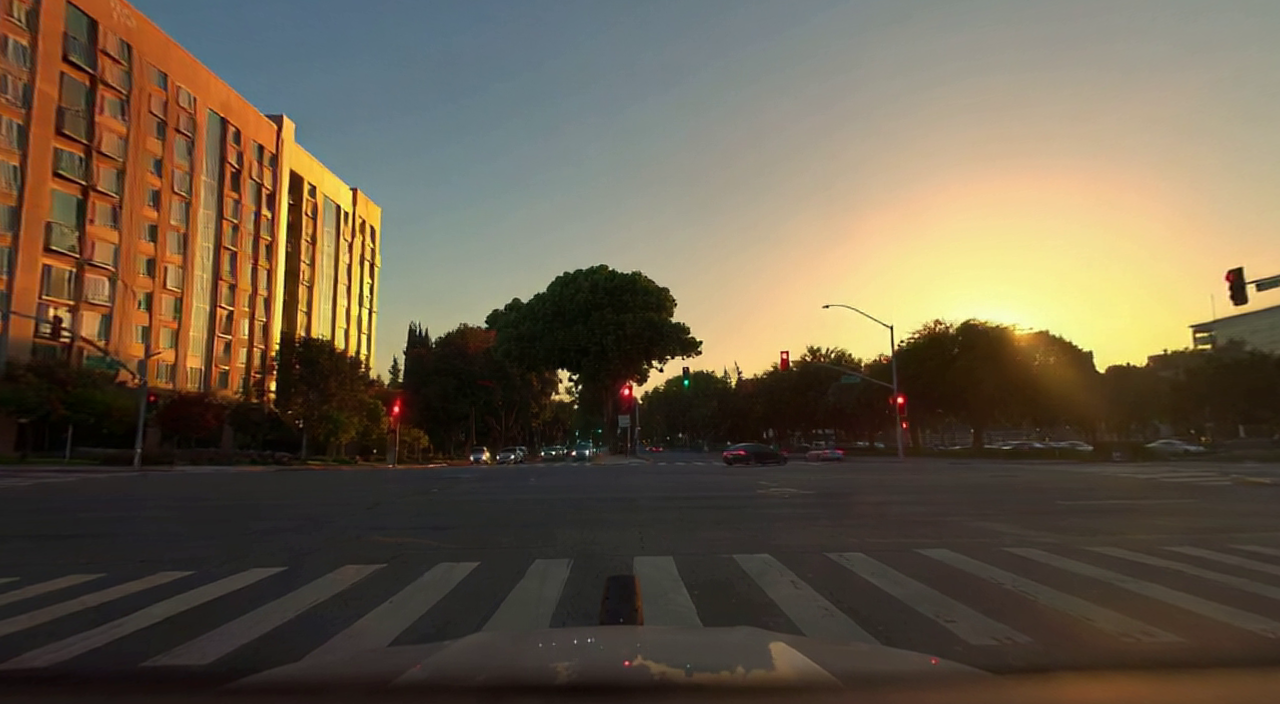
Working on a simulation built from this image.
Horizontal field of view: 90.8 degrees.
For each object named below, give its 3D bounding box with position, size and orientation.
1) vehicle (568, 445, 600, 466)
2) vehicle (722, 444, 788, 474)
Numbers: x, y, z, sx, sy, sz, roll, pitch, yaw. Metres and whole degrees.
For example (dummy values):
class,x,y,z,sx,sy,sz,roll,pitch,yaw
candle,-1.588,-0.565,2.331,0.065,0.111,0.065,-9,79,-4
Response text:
class,x,y,z,sx,sy,sz,roll,pitch,yaw
vehicle,-4.333,8.131,49.753,2.130,1.613,4.121,0,-8,0
vehicle,6.184,5.626,33.629,2.043,1.454,4.424,-5,-10,30
